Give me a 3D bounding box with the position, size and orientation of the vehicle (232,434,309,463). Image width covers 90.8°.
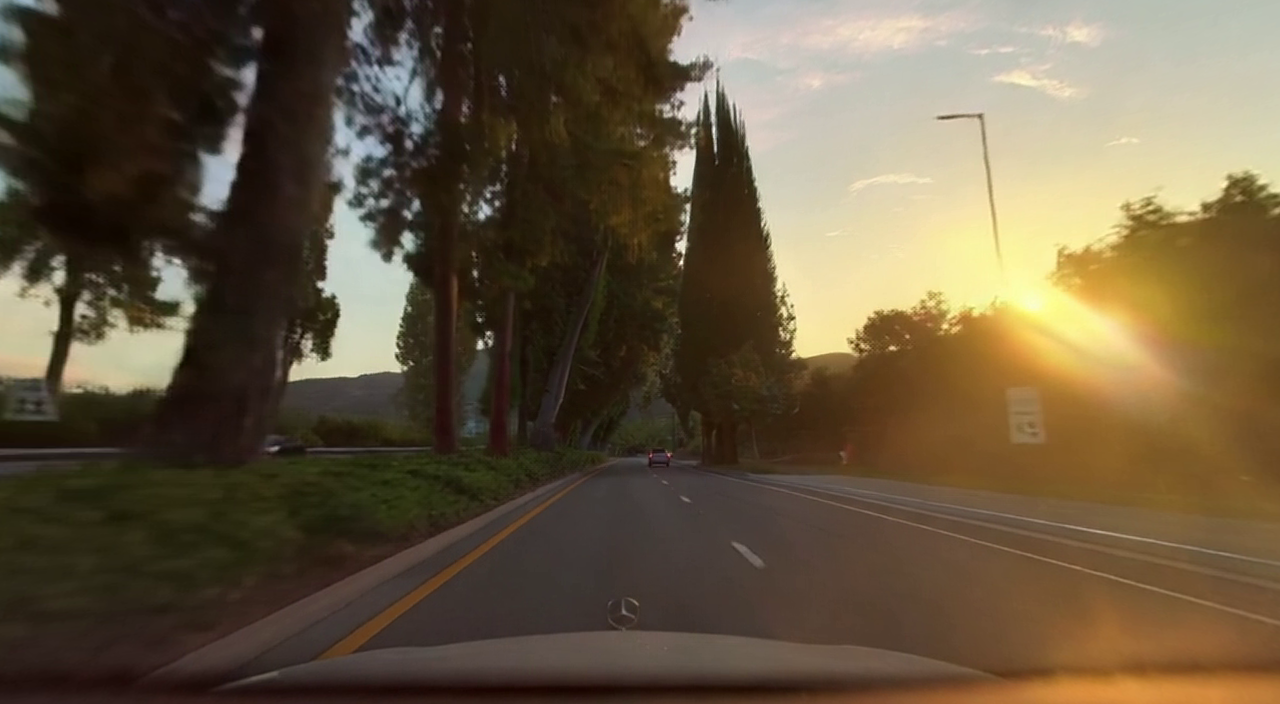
[{"bbox_3d":[-22.499,5.913,38.666,1.963,1.677,4.526,0,-9,0],"label":"vehicle"}]
